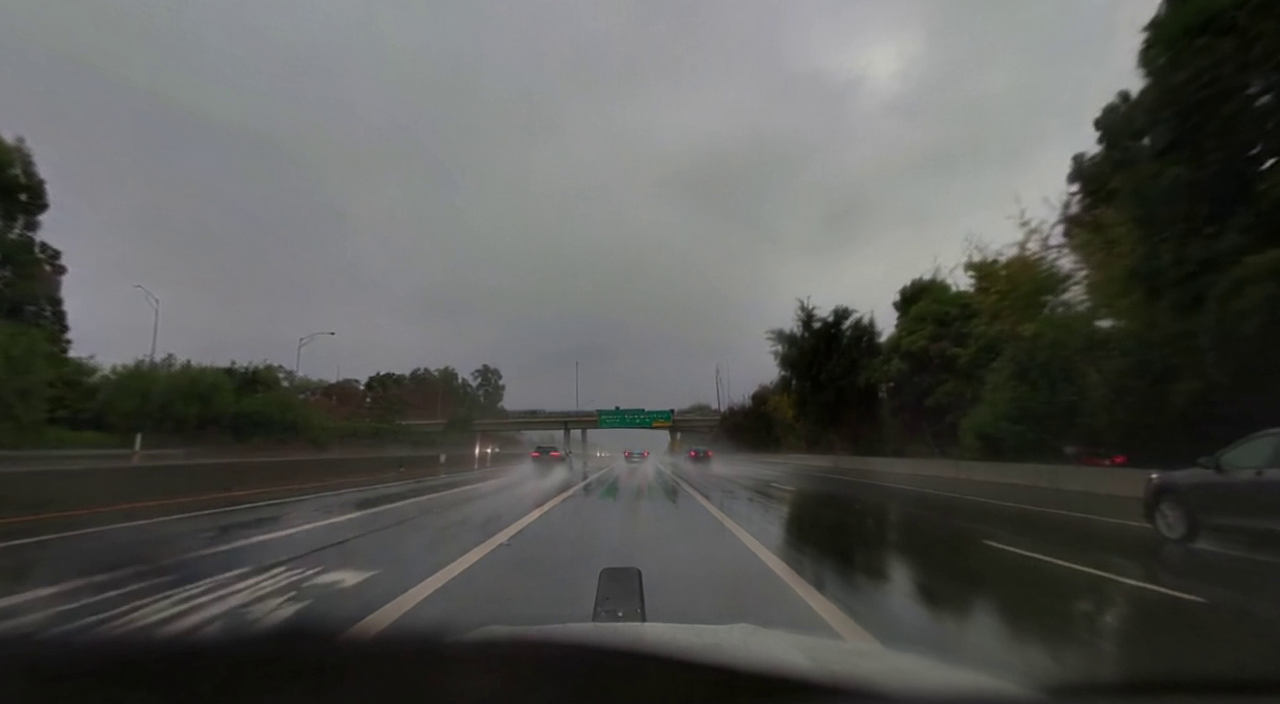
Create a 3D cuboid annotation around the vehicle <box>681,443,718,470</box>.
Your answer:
[{"bbox_3d":[3.720,6.614,40.044,1.936,1.625,3.991,0,-9,0],"label":"vehicle"}]

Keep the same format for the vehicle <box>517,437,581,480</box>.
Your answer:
[{"bbox_3d":[-3.981,4.763,28.517,2.113,1.756,4.471,0,-9,2],"label":"vehicle"}]

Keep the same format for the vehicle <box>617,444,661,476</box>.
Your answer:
[{"bbox_3d":[-0.053,5.404,31.806,2.075,1.486,4.007,0,-9,0],"label":"vehicle"}]

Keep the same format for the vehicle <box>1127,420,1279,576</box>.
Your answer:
[{"bbox_3d":[7.644,1.499,6.440,1.989,1.603,4.126,0,-9,0],"label":"vehicle"}]

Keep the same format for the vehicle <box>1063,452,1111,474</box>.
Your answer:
[{"bbox_3d":[33.139,8.208,46.932,1.980,1.532,4.660,-4,-9,24],"label":"vehicle"}]
